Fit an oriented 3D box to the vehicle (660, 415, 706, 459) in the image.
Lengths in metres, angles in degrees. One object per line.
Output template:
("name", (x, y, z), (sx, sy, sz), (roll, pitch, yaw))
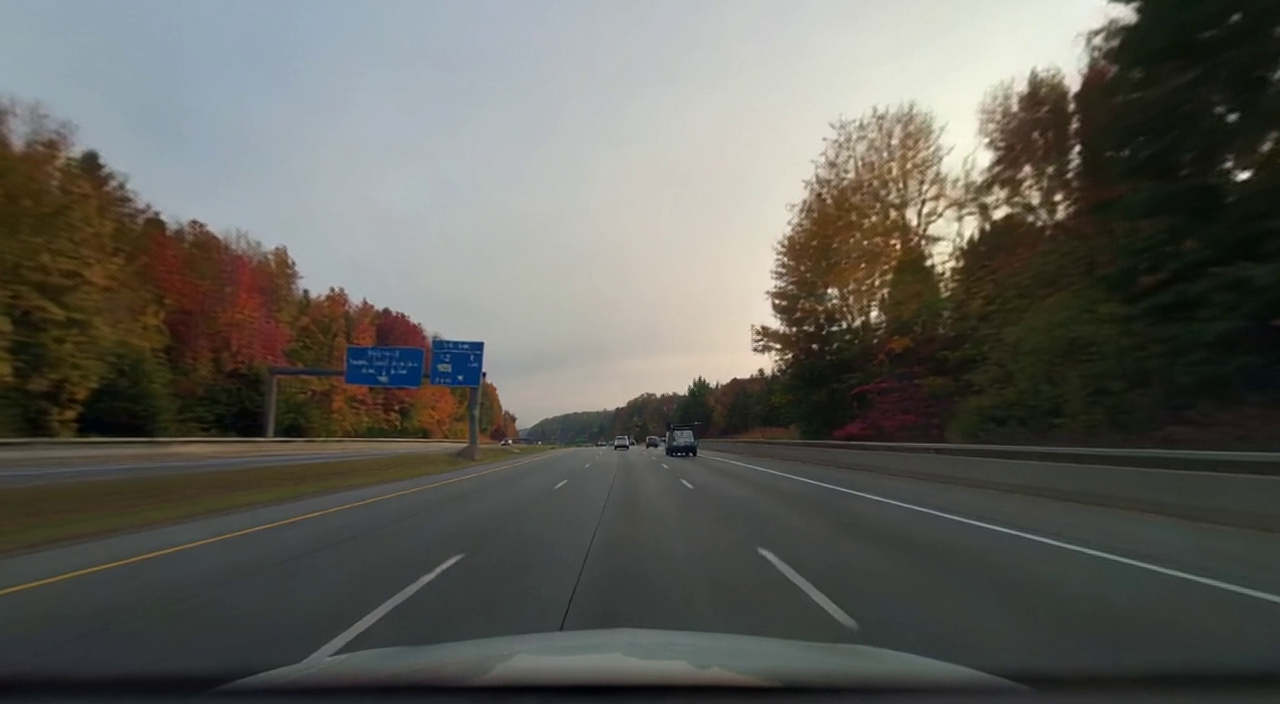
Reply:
("vehicle", (2.655, 5.469, 40.579), (2.411, 2.614, 5.781), (0, -8, -1))
